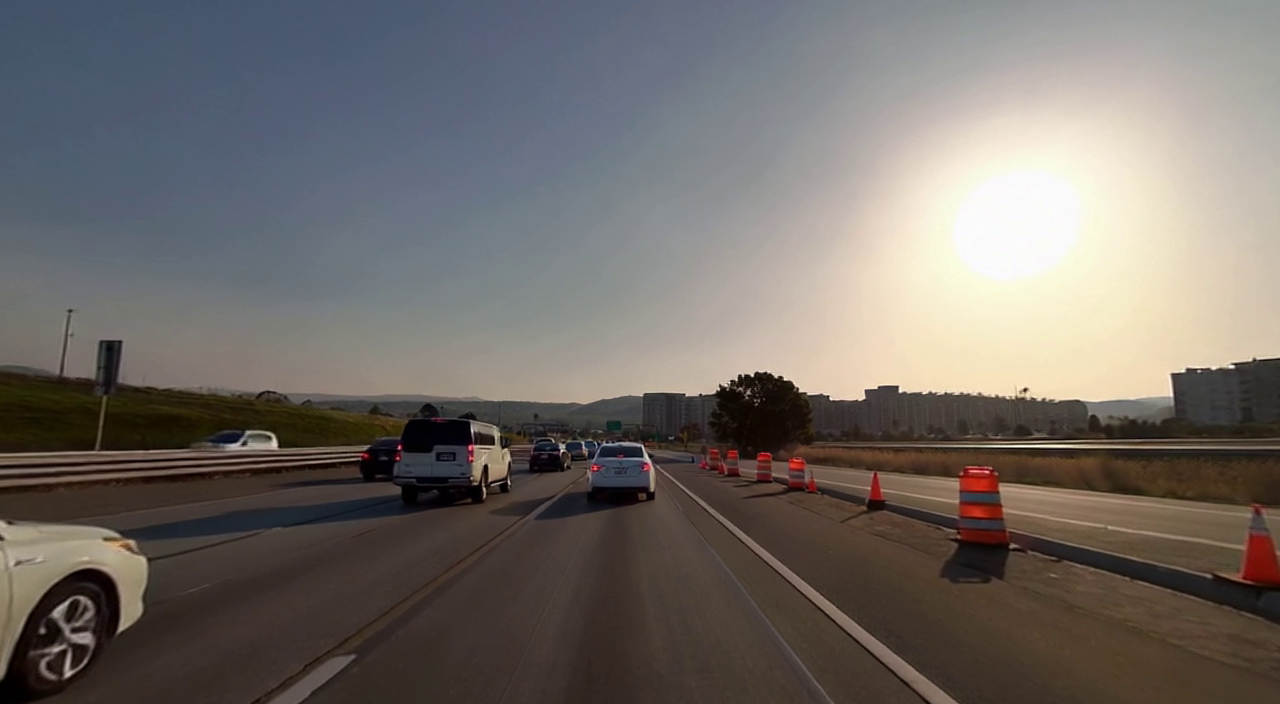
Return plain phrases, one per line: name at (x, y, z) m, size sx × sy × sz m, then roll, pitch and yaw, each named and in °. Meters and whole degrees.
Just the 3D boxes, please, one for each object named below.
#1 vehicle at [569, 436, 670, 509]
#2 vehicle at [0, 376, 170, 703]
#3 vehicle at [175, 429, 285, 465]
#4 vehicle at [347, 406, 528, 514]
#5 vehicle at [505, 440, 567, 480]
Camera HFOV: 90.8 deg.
vehicle at (-0.456, 2.785, 15.009) m, size 2.069 × 1.484 × 3.918 m, roll 0°, pitch -9°, yaw -1°
vehicle at (-3.987, 0.739, 1.707) m, size 2.041 × 1.604 × 4.384 m, roll 0°, pitch -9°, yaw 0°
vehicle at (-17.562, 4.083, 27.364) m, size 1.829 × 1.404 × 4.536 m, roll 0°, pitch -8°, yaw -1°
vehicle at (-4.301, 2.442, 14.728) m, size 2.324 × 2.012 × 5.740 m, roll 0°, pitch -9°, yaw 0°
vehicle at (-4.126, 4.336, 25.653) m, size 1.824 × 1.459 × 4.007 m, roll 0°, pitch -9°, yaw 1°
